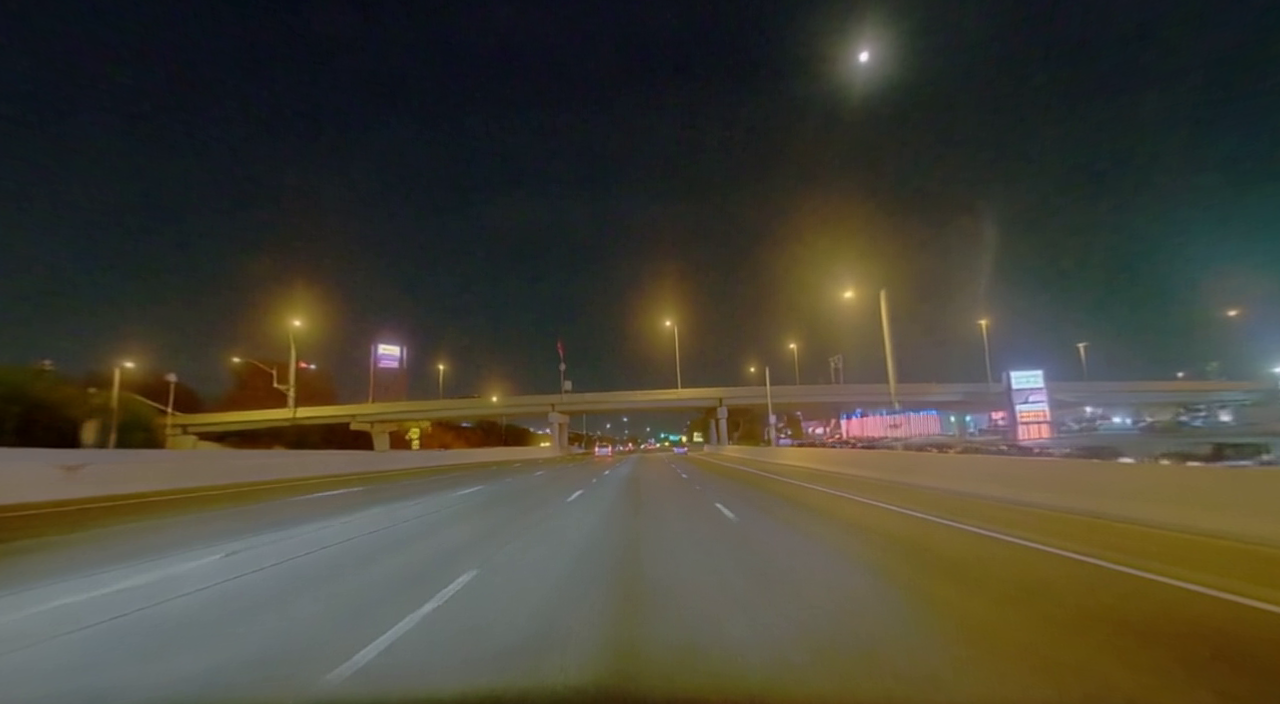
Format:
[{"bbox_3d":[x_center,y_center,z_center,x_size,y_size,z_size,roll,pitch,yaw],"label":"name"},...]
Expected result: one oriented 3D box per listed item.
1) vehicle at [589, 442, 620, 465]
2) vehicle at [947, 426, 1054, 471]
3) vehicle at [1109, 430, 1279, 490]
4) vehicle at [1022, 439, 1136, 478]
[{"bbox_3d":[-2.511,7.287,45.530,1.982,1.516,4.327,0,-8,1],"label":"vehicle"},{"bbox_3d":[17.991,4.863,31.922,2.229,2.050,5.602,-1,-8,2],"label":"vehicle"},{"bbox_3d":[17.786,3.376,20.106,1.889,1.648,5.173,-1,-8,2],"label":"vehicle"},{"bbox_3d":[17.974,4.378,26.177,1.712,1.448,4.346,-1,-8,2],"label":"vehicle"}]
